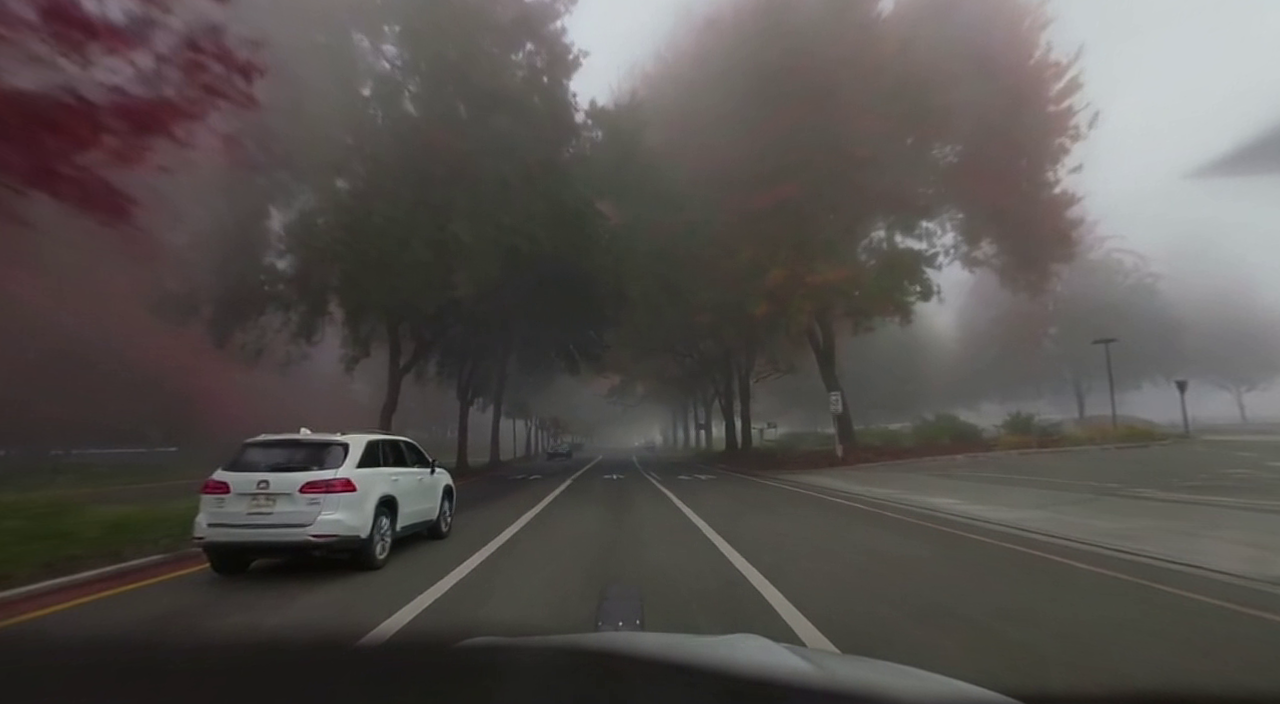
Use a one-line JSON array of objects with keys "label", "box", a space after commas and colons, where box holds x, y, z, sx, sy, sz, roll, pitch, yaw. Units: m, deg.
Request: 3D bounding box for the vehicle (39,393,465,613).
[{"label": "vehicle", "box": [-3.672, 1.508, 7.289, 2.067, 1.700, 4.561, 0, -8, -1]}]
